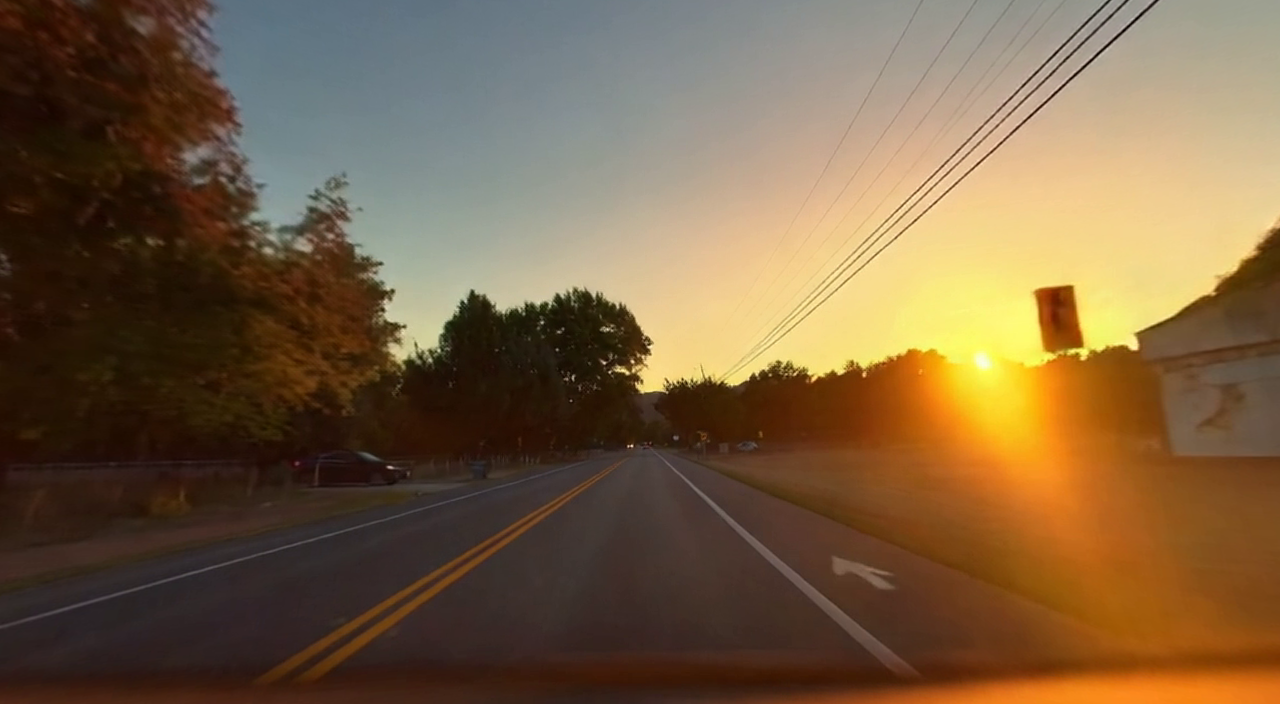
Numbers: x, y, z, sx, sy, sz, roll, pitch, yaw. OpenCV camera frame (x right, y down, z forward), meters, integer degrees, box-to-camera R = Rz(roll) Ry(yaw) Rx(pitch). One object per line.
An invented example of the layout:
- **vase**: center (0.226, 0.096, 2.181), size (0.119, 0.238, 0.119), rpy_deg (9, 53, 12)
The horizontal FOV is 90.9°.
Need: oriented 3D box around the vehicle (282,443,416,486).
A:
- **vehicle**: center (-12.643, 4.915, 27.675), size (4.813, 1.763, 2.048), rpy_deg (0, -8, -2)
